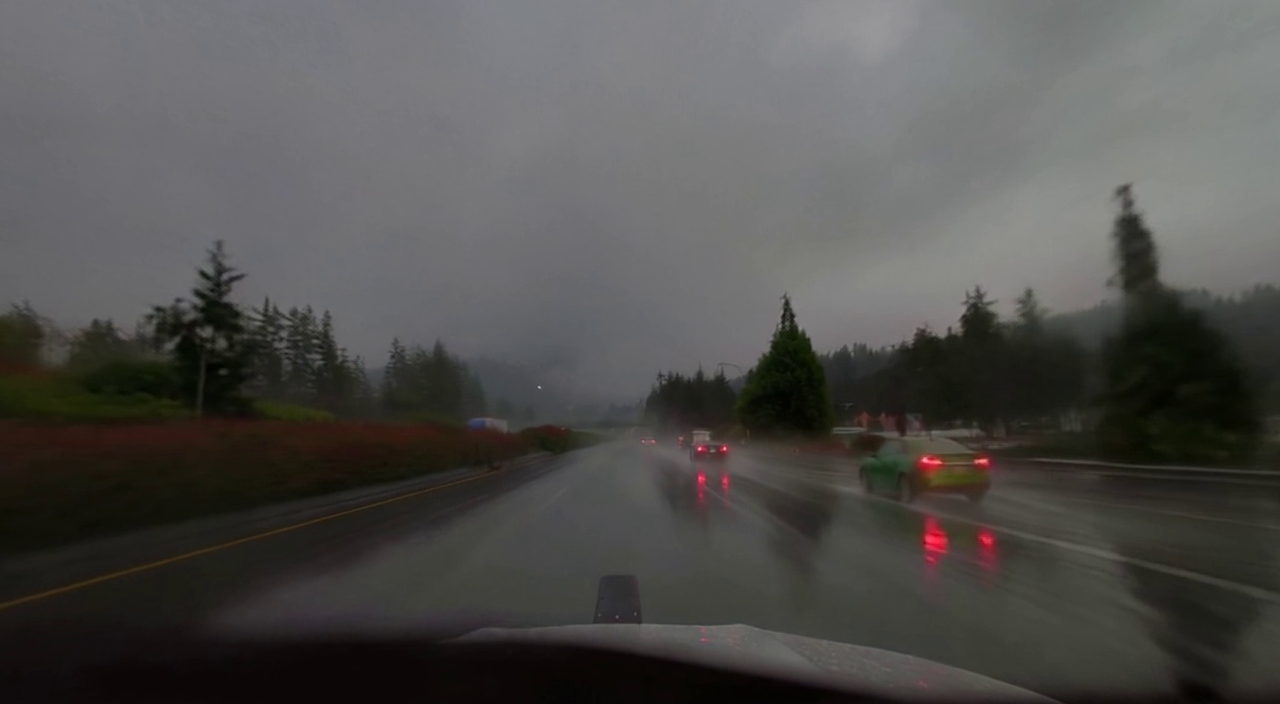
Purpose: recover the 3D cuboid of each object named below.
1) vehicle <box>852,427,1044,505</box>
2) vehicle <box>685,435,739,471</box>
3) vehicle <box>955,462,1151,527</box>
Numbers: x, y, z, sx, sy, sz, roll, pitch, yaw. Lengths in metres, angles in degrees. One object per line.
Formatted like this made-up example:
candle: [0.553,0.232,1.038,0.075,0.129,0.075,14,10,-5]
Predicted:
vehicle: [6.982,2.600,15.060,2.003,1.522,4.940,0,-8,-1]
vehicle: [3.176,4.514,28.470,1.819,1.468,3.770,0,-8,-2]
vehicle: [7.101,2.448,11.162,1.535,0.862,2.814,0,-8,-1]
